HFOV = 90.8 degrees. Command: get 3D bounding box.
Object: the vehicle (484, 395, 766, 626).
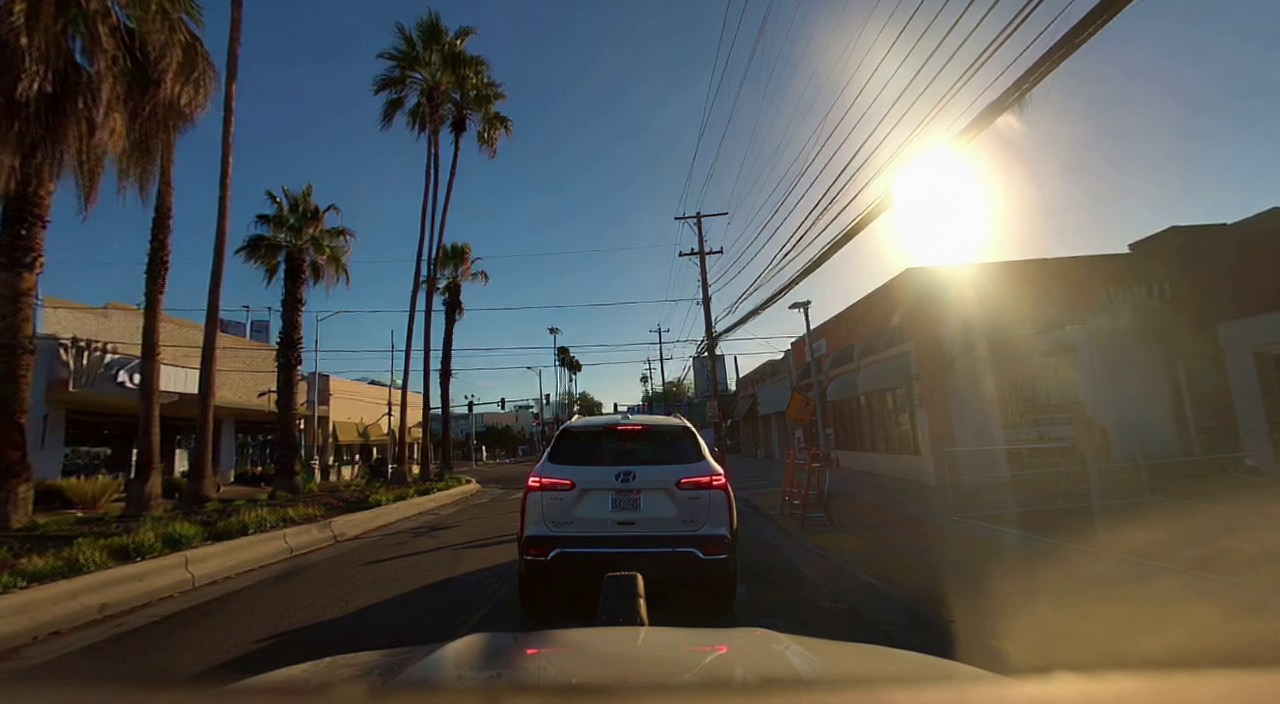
[{"bbox_3d":[-0.194,1.457,6.689,2.105,1.702,3.750,0,-8,-3],"label":"vehicle"}]
